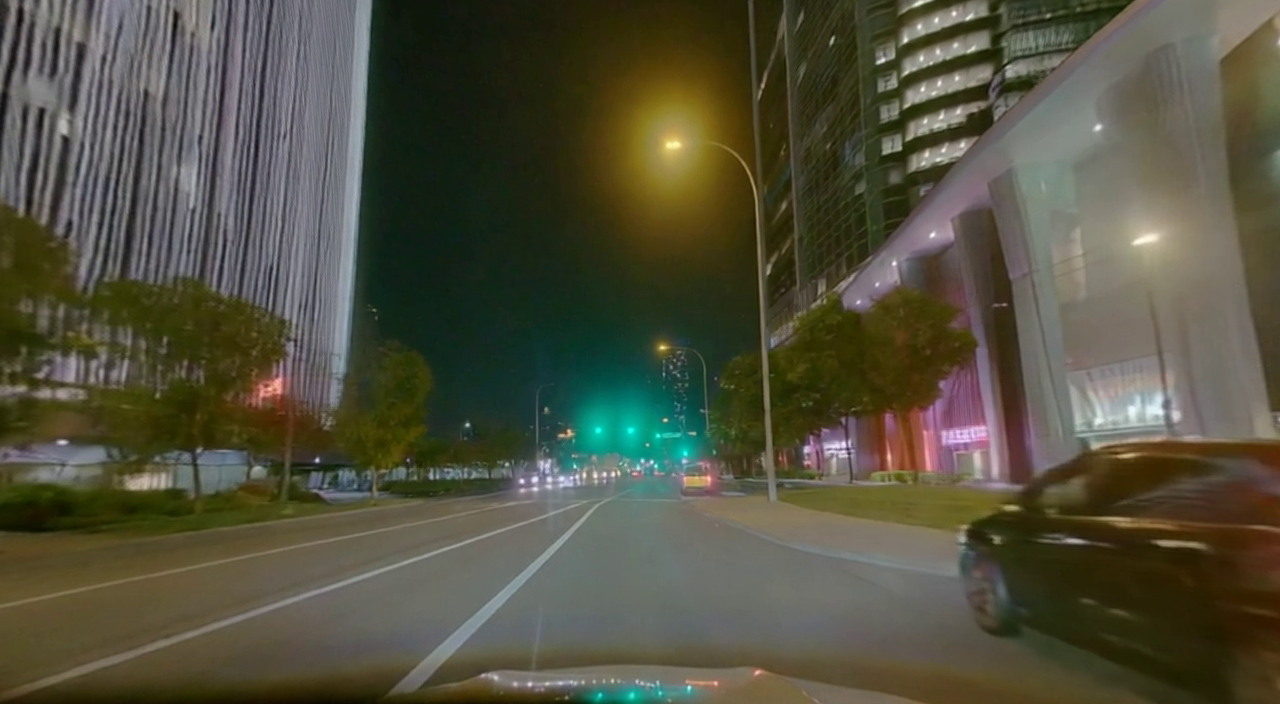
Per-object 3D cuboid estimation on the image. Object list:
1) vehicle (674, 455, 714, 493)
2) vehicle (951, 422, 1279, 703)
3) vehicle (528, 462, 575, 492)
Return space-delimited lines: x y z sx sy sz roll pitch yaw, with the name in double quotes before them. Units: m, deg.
"vehicle" 3.003 6.959 36.093 2.064 2.010 4.791 0 -10 2
"vehicle" 3.564 1.216 3.502 1.899 1.470 3.666 0 -10 3
"vehicle" -5.883 8.366 42.442 2.043 1.778 4.602 -3 -10 6
